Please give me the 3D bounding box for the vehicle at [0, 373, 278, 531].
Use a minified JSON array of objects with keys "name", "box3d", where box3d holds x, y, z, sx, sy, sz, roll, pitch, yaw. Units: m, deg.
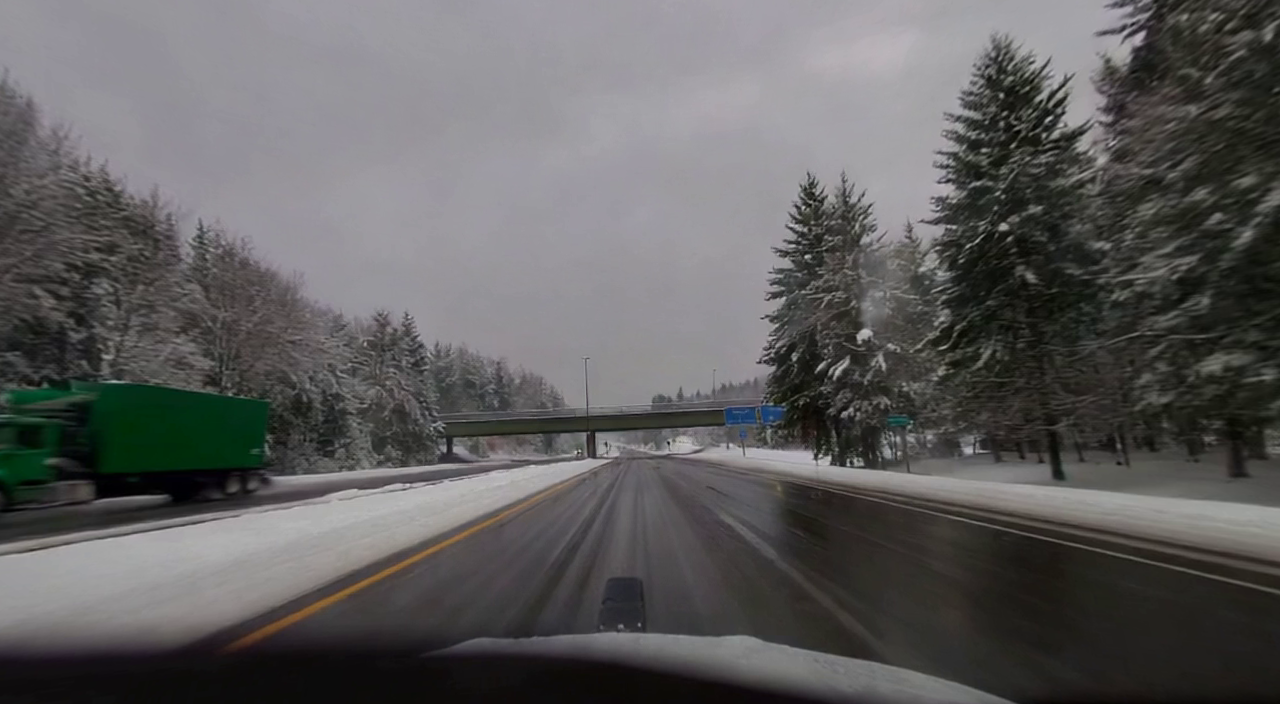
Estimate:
[{"name":"vehicle","box3d":[-15.930,3.076,19.610,3.218,3.648,9.879,0,-9,1]}]
